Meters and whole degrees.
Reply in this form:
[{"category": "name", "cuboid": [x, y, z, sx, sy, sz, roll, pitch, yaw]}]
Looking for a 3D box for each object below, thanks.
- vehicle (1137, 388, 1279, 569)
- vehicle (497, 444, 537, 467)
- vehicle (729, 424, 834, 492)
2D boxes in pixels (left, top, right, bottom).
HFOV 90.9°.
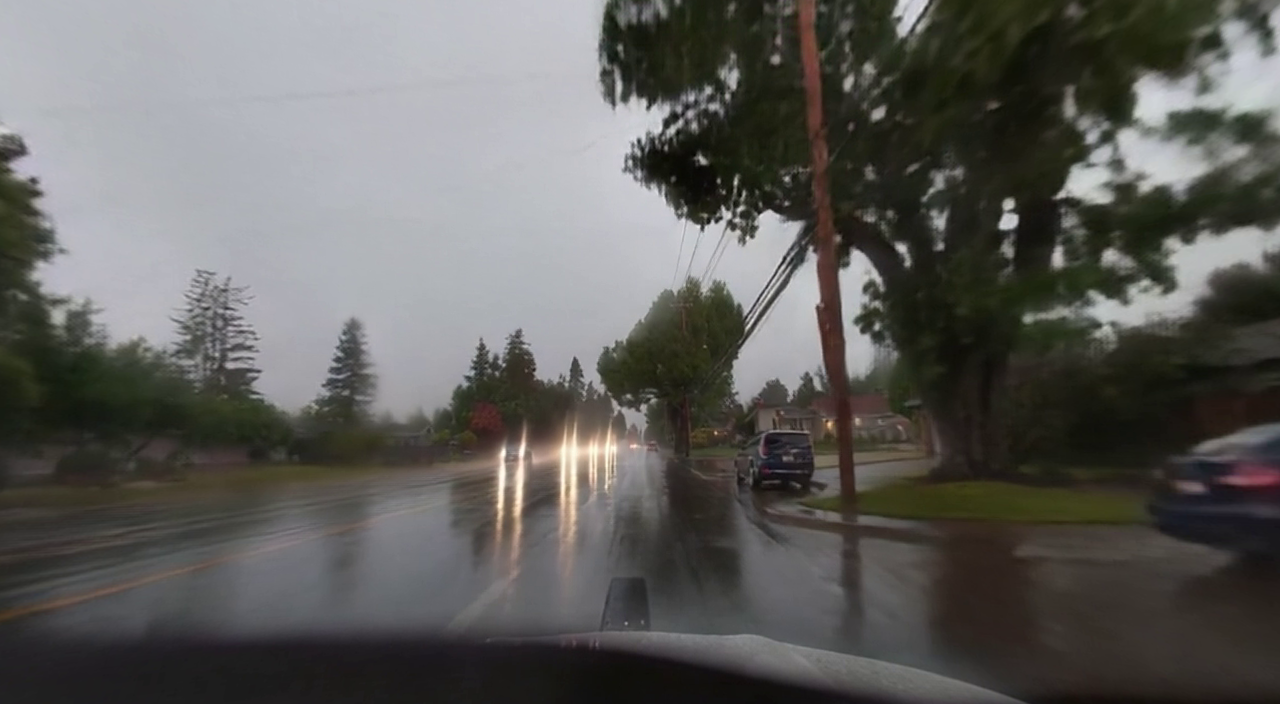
[{"category": "vehicle", "cuboid": [7.929, 1.176, 5.997, 4.719, 1.556, 1.869, 0, -8, 1]}, {"category": "vehicle", "cuboid": [-8.568, 7.218, 44.241, 1.915, 1.539, 4.106, 0, -9, 2]}, {"category": "vehicle", "cuboid": [4.316, 3.334, 20.135, 2.228, 1.885, 4.854, 0, -8, 0]}]
